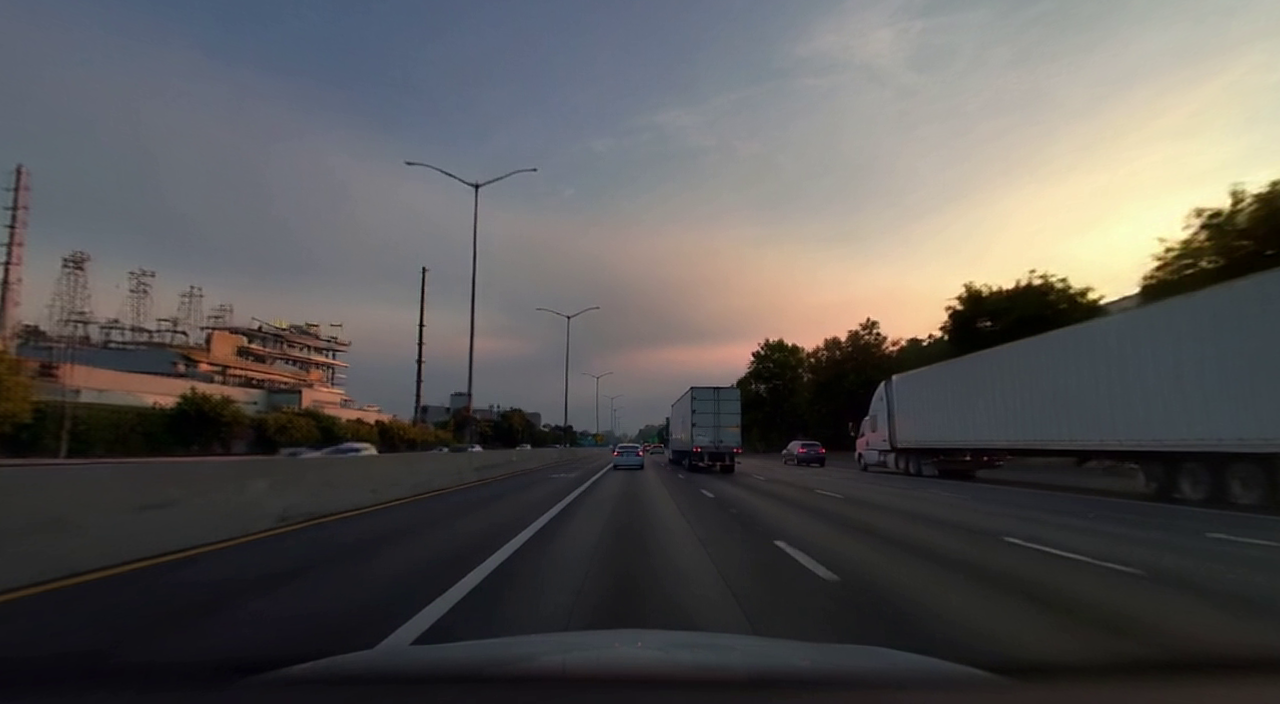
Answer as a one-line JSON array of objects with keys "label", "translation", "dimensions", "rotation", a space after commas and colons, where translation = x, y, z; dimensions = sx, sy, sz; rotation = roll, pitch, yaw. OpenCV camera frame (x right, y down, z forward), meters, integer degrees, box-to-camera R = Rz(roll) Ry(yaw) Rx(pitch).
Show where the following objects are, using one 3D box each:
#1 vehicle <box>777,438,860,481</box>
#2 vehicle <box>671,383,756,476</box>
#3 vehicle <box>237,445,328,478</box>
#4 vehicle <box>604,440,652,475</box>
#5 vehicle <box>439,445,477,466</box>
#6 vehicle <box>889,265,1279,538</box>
[{"label": "vehicle", "translation": [7.394, 4.515, 26.704], "dimensions": [2.154, 1.658, 4.347], "rotation": [0, -9, -1]}, {"label": "vehicle", "translation": [3.505, 4.211, 33.425], "dimensions": [2.999, 4.127, 10.526], "rotation": [0, -9, -1]}, {"label": "vehicle", "translation": [-16.969, 5.202, 30.257], "dimensions": [1.806, 1.426, 4.349], "rotation": [0, -9, 0]}, {"label": "vehicle", "translation": [-0.565, 5.086, 30.628], "dimensions": [2.163, 1.551, 4.180], "rotation": [0, -9, -1]}, {"label": "vehicle", "translation": [-12.936, 7.352, 44.989], "dimensions": [1.595, 1.414, 3.486], "rotation": [0, -9, 1]}, {"label": "vehicle", "translation": [11.308, 1.712, 15.995], "dimensions": [2.898, 4.171, 17.188], "rotation": [0, -9, 0]}]
